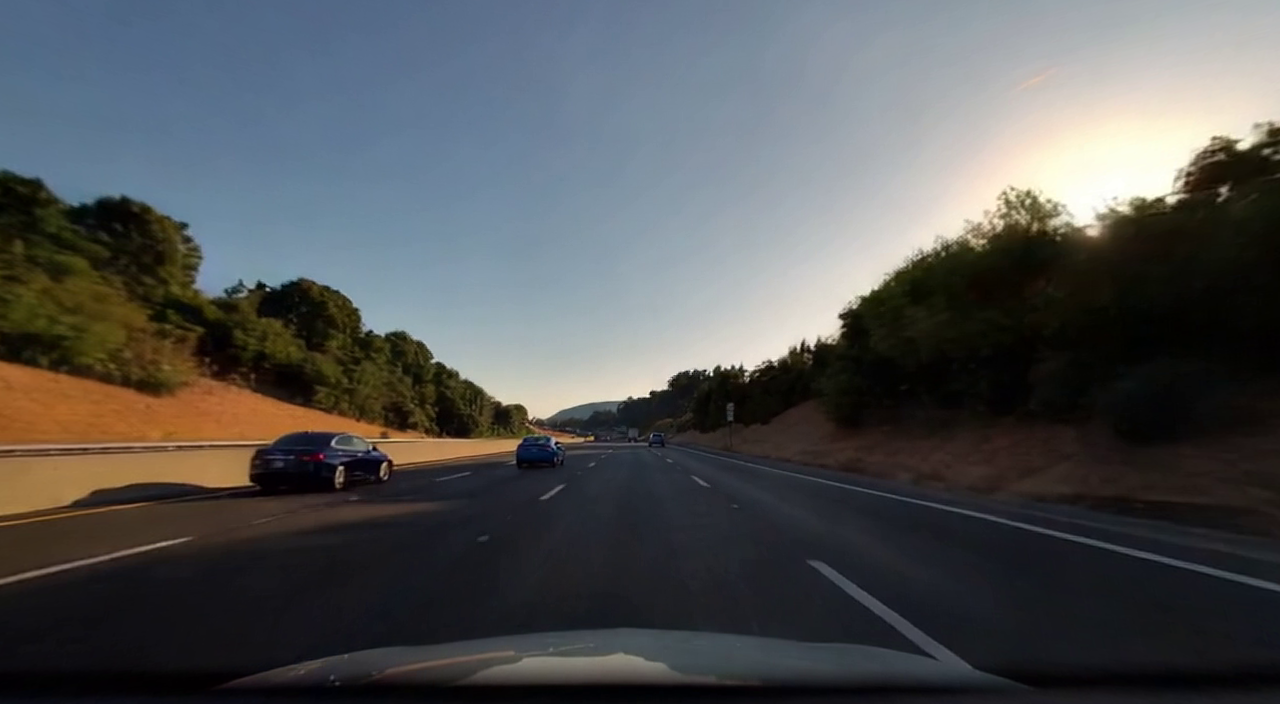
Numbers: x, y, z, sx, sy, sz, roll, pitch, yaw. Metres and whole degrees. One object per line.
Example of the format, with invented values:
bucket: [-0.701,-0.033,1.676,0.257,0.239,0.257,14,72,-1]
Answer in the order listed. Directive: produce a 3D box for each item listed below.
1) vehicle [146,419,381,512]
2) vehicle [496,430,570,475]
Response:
vehicle: [-7.286,2.232,12.956,1.983,1.535,4.652,0,-8,0]
vehicle: [-3.847,3.697,23.513,2.026,1.517,4.325,0,-8,0]
